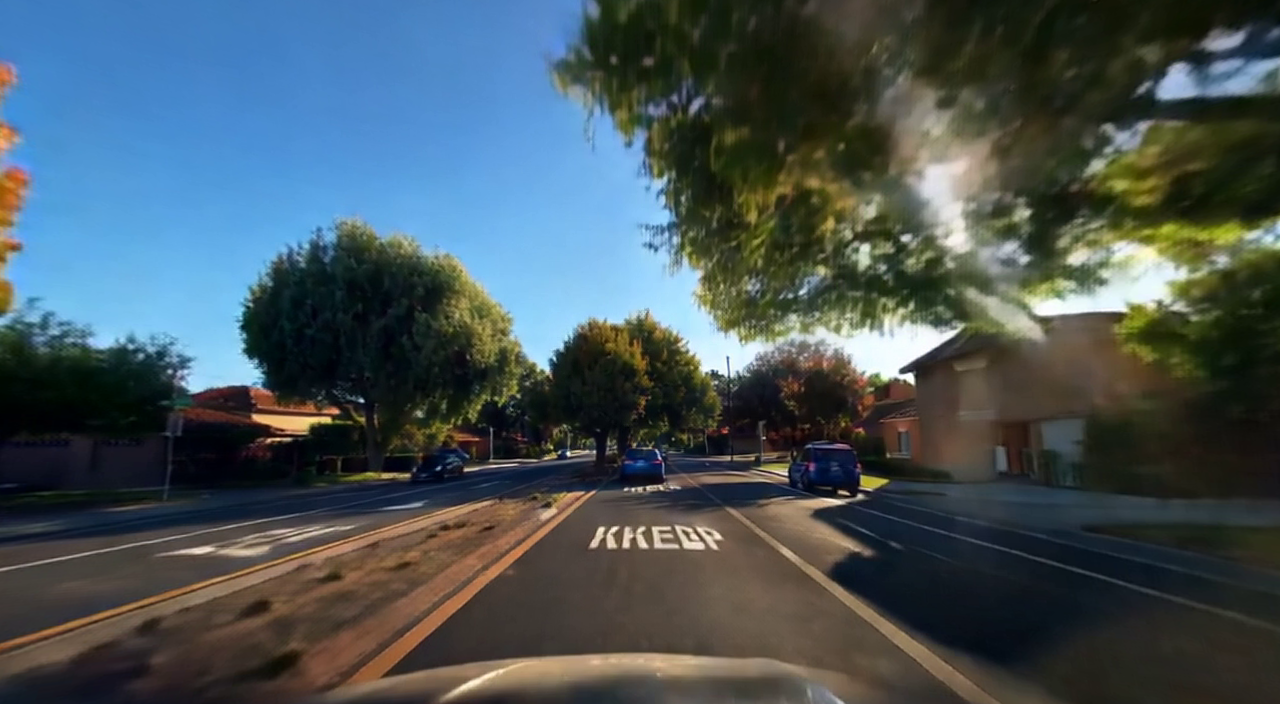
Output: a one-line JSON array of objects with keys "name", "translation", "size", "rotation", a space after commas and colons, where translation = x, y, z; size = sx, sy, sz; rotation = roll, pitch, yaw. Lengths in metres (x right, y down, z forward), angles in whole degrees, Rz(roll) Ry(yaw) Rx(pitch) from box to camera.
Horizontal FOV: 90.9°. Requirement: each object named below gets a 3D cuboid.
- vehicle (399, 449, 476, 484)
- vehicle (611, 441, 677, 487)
[{"name": "vehicle", "translation": [-9.386, 5.303, 29.645], "size": [2.030, 1.468, 4.469], "rotation": [-1, -9, 1]}, {"name": "vehicle", "translation": [0.140, 4.048, 23.159], "size": [2.158, 1.469, 4.909], "rotation": [0, -8, 0]}]
